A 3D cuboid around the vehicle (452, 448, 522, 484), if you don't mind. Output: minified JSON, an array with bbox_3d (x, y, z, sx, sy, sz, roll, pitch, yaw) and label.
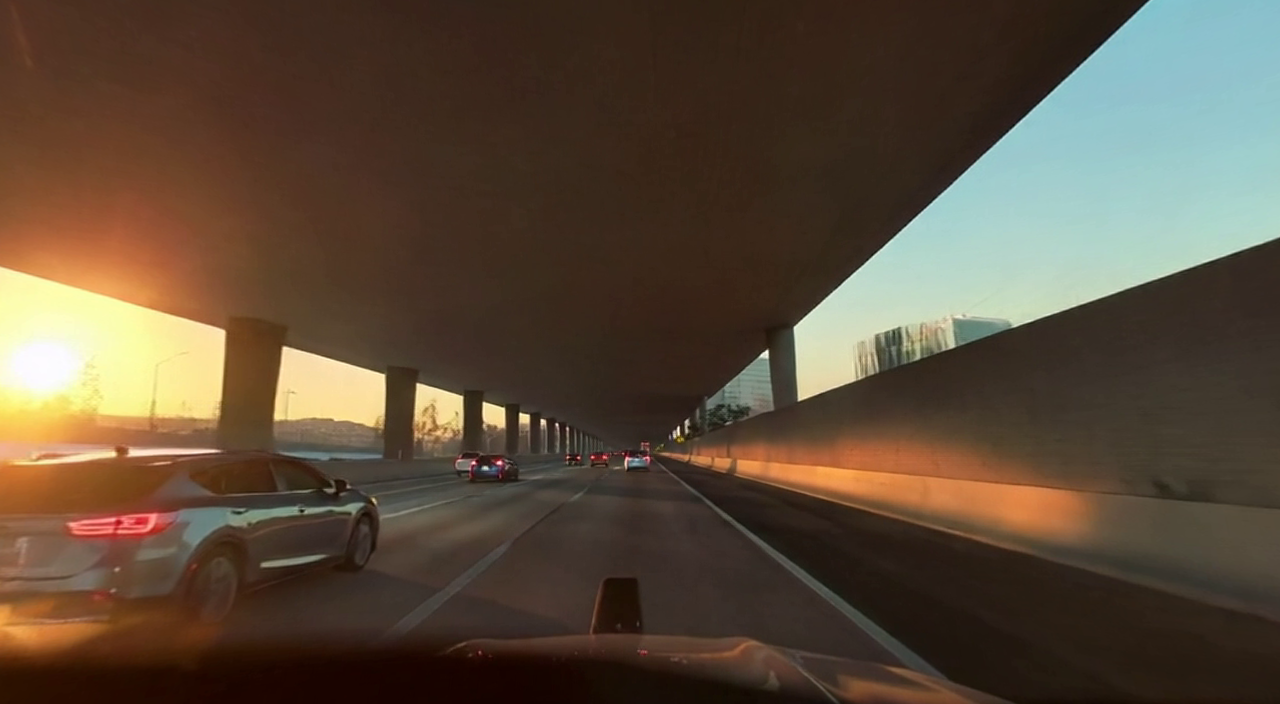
[{"bbox_3d":[-7.174,5.368,30.073,1.998,1.542,4.953,0,-9,1],"label":"vehicle"}]

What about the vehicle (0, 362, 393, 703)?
[{"bbox_3d":[-3.813,1.216,4.699,2.059,1.725,4.521,0,-9,0],"label":"vehicle"}]
